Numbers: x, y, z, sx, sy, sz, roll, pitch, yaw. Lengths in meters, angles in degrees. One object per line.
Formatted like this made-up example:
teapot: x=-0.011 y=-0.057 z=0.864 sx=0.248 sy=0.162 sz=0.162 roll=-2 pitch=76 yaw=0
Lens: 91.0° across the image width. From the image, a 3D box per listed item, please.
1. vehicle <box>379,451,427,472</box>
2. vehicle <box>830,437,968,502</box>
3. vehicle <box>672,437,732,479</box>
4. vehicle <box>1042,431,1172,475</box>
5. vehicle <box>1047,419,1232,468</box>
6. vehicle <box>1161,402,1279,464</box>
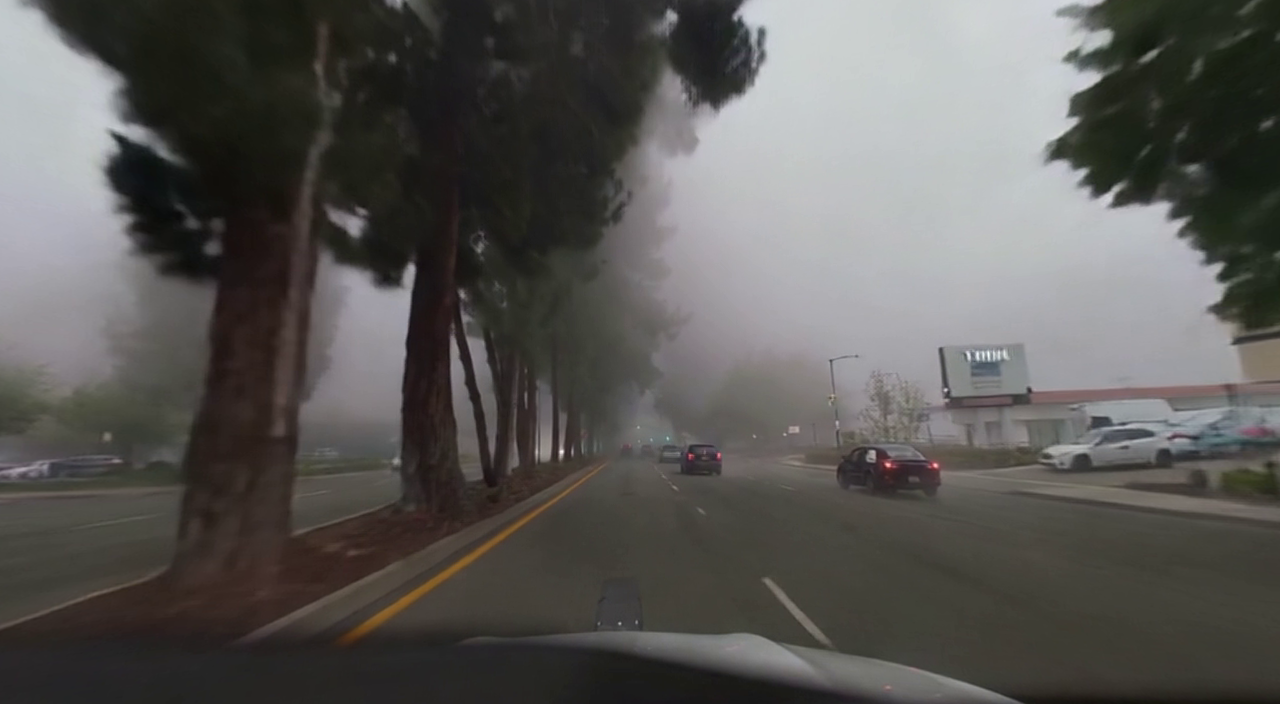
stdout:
vehicle: x=-17.987 y=8.349 z=48.053 sx=1.851 sy=1.480 sz=4.501 roll=0 pitch=-9 yaw=1
vehicle: x=6.806 y=3.118 z=17.097 sx=1.886 sy=1.528 sz=4.169 roll=0 pitch=-9 yaw=-1
vehicle: x=2.649 y=4.659 z=27.908 sx=2.161 sy=1.676 sz=4.151 roll=0 pitch=-9 yaw=-1
vehicle: x=18.745 y=4.065 z=25.392 sx=3.719 sy=1.537 sz=1.807 roll=-3 pitch=-9 yaw=-1
vehicle: x=22.891 y=4.303 z=29.465 sx=2.858 sy=2.005 sz=6.831 roll=1 pitch=-8 yaw=-2
vehicle: x=28.255 y=3.896 z=29.645 sx=2.438 sy=2.602 sz=5.677 roll=0 pitch=-9 yaw=0
